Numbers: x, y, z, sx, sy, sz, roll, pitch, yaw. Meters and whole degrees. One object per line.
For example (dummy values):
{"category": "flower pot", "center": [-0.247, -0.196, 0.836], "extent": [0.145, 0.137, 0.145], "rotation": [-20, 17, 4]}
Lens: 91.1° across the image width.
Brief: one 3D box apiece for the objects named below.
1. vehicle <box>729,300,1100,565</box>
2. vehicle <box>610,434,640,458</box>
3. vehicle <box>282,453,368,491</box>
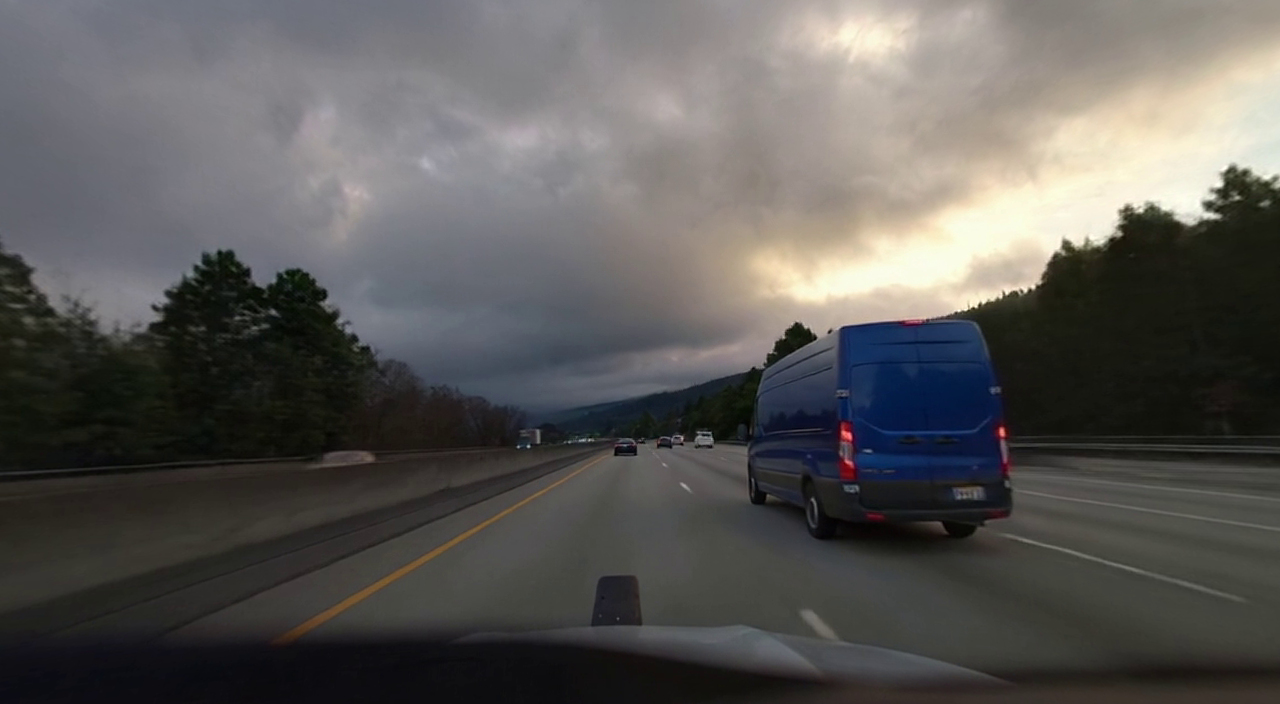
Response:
{"category": "vehicle", "center": [3.177, 1.241, 9.799], "extent": [2.416, 2.595, 7.243], "rotation": [0, -8, -1]}
{"category": "vehicle", "center": [-0.976, 6.225, 41.753], "extent": [1.900, 1.524, 4.324], "rotation": [0, -8, -1]}
{"category": "vehicle", "center": [-14.047, 5.349, 28.299], "extent": [1.826, 1.489, 3.940], "rotation": [0, -8, 0]}
